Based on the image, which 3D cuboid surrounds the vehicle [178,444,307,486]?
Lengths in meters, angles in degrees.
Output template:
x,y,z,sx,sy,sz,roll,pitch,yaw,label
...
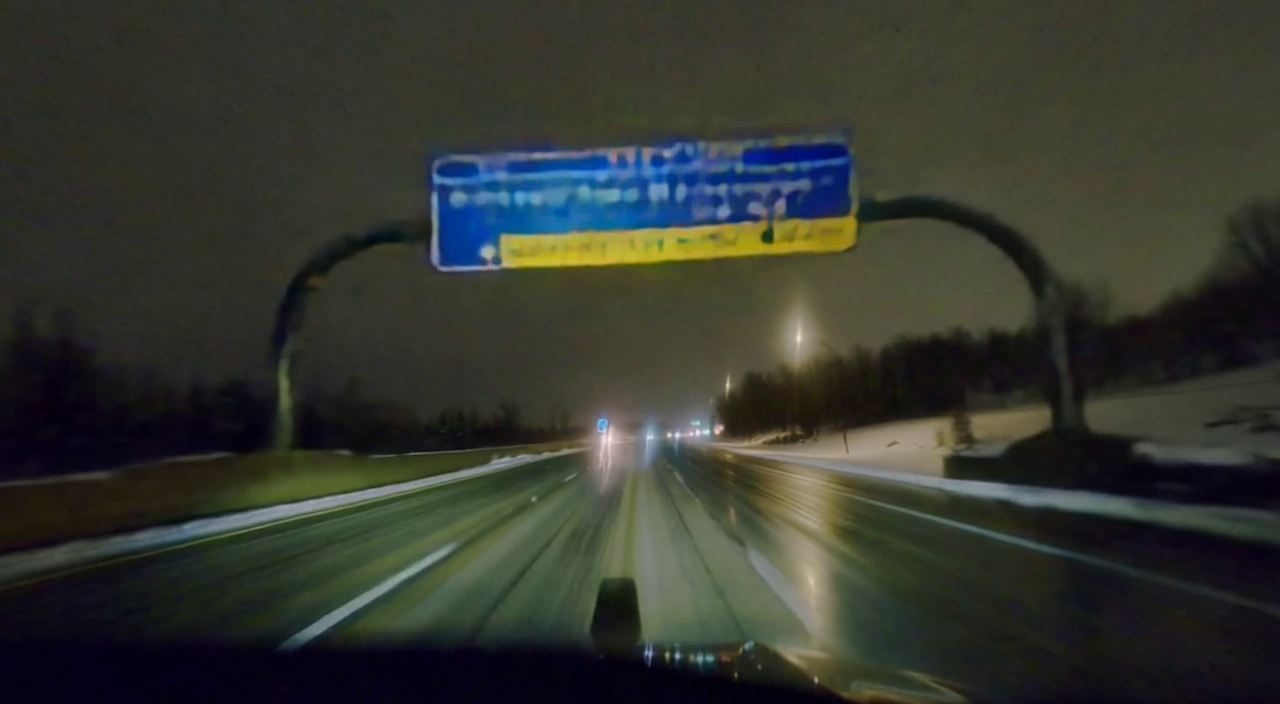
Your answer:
x,y,z,sx,sy,sz,roll,pitch,yaw,label
-15.892,4.506,25.544,2.143,1.504,4.702,0,-8,0,vehicle
